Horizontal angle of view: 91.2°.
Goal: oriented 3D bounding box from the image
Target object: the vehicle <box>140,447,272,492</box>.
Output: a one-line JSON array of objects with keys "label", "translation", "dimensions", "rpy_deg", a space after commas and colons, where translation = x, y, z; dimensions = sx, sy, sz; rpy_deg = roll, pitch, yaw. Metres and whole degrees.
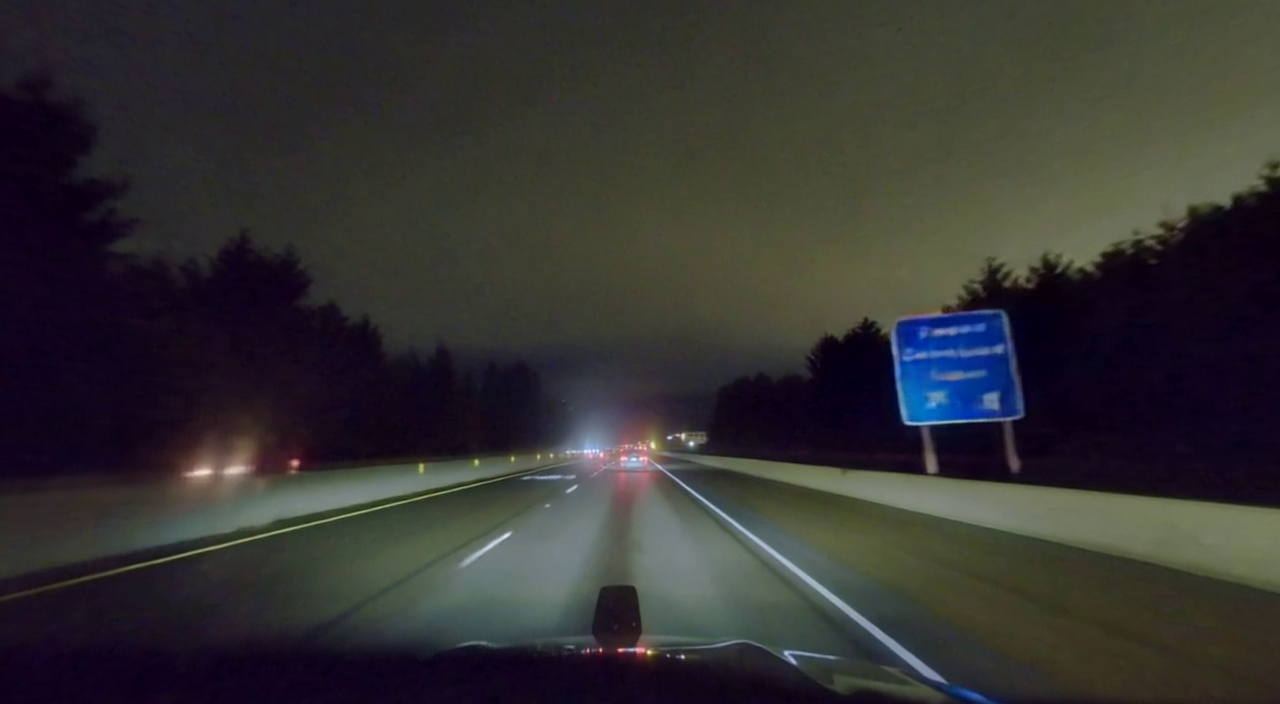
[{"label": "vehicle", "translation": [-17.300, 4.668, 25.315], "dimensions": [2.006, 1.602, 4.622], "rpy_deg": [-1, -9, 0]}]

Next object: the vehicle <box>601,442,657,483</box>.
[{"label": "vehicle", "translation": [-0.430, 4.424, 25.306], "dimensions": [2.066, 1.490, 3.759], "rpy_deg": [-1, -9, 0]}]

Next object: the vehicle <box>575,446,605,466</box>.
[{"label": "vehicle", "translation": [-3.833, 8.020, 48.466], "dimensions": [1.994, 1.470, 3.752], "rpy_deg": [-1, -9, 0]}]
